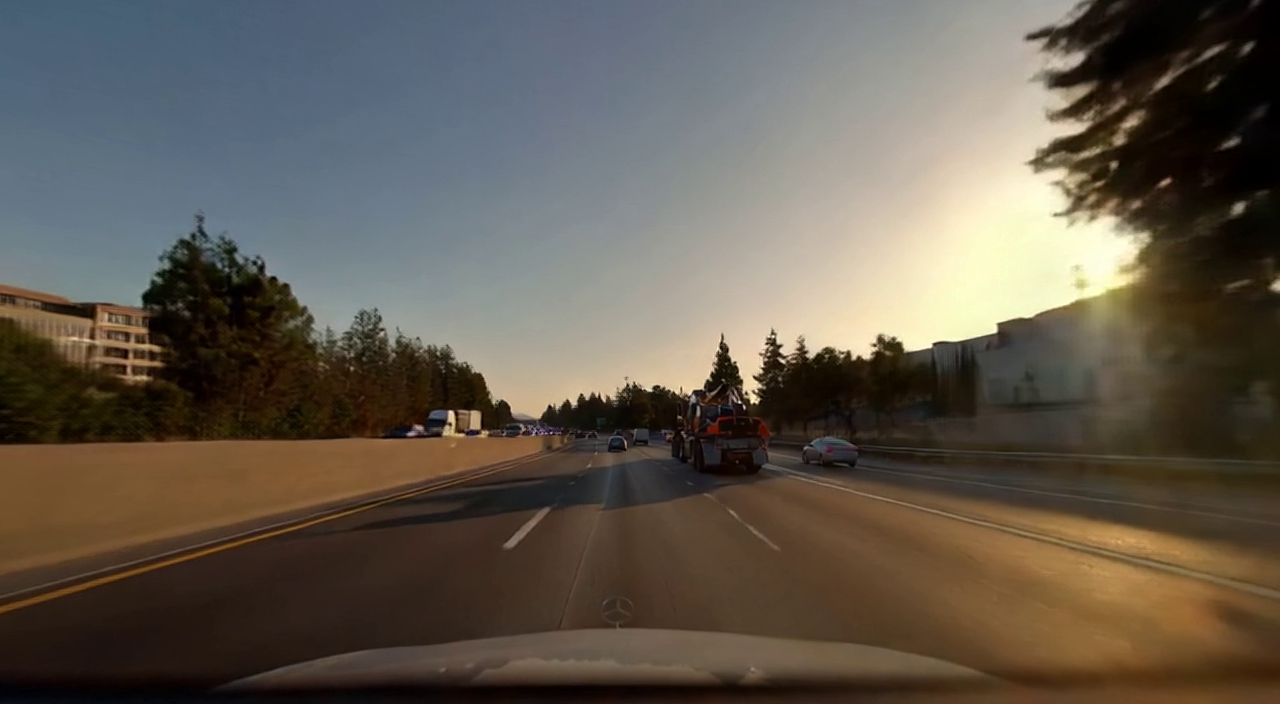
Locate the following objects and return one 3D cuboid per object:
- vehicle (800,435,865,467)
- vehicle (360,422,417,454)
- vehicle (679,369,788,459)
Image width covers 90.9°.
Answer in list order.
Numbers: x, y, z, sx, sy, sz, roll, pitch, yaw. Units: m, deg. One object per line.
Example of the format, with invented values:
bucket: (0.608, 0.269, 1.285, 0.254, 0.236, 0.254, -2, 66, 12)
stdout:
vehicle: (9.361, 4.842, 31.028, 1.820, 1.469, 4.257, 0, -8, -1)
vehicle: (-15.999, 5.505, 40.311, 1.972, 1.861, 4.180, 0, -8, -2)
vehicle: (3.598, 2.751, 26.529, 2.833, 3.180, 8.004, 1, -8, -4)
